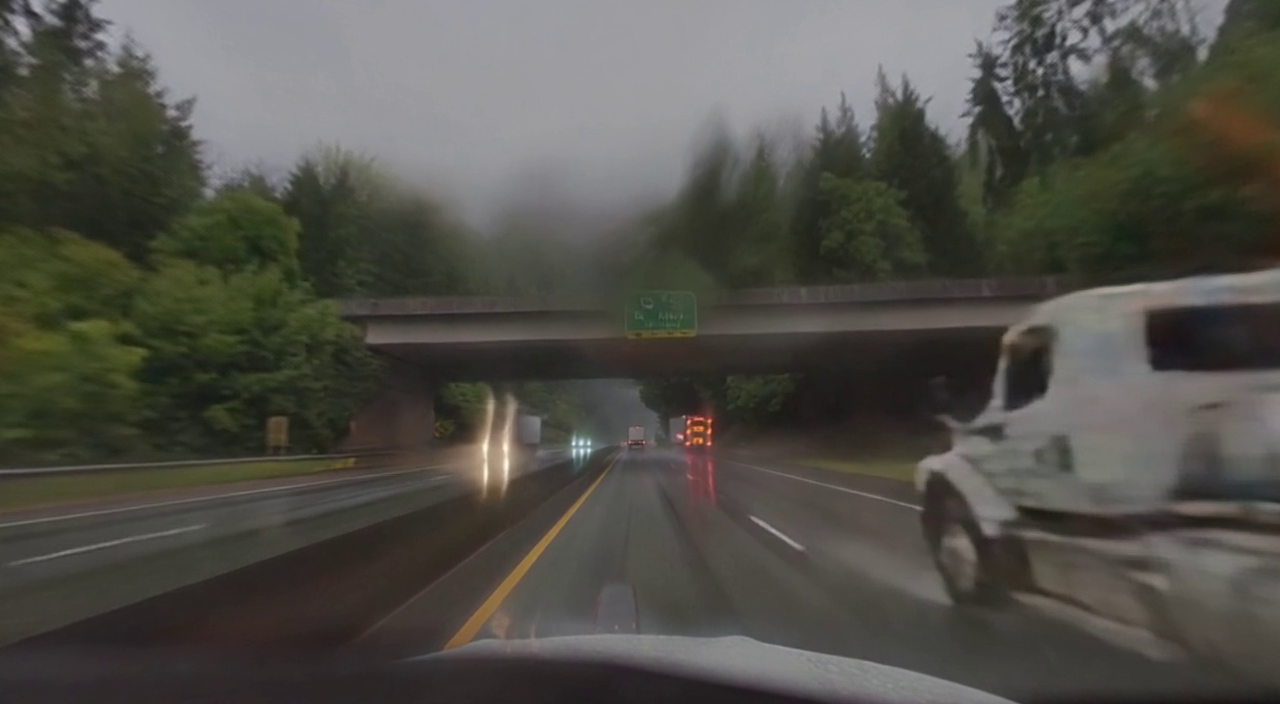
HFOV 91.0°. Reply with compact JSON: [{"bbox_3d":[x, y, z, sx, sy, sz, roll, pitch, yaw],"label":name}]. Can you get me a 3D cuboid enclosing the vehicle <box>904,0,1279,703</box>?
[{"bbox_3d":[4.400,-0.138,2.146,3.017,3.341,8.519,-4,-7,-1],"label":"vehicle"}]
